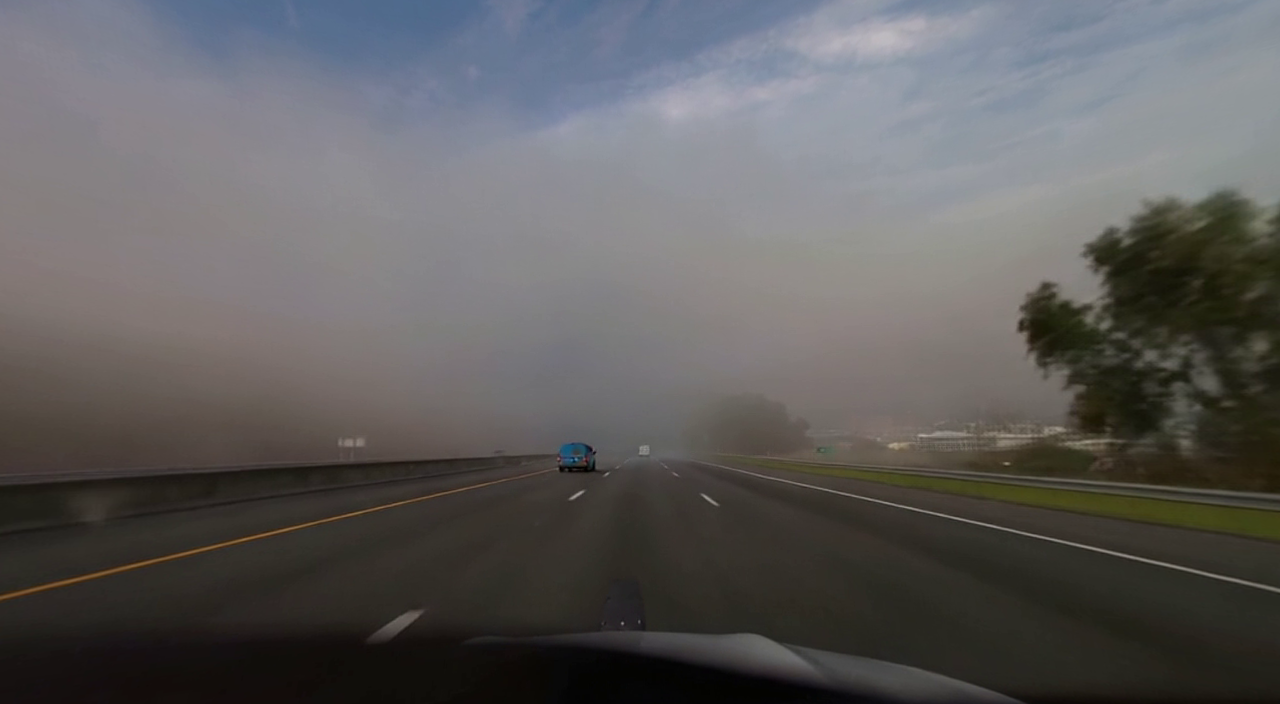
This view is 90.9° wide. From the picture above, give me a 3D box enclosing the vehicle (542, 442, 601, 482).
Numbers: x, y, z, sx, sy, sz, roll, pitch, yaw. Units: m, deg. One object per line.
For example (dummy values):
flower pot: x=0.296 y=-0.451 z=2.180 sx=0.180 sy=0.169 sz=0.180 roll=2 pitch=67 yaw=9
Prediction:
vehicle: x=-2.859 y=4.698 z=27.178 sx=1.965 sy=1.556 sz=3.971 roll=-1 pitch=-9 yaw=2
